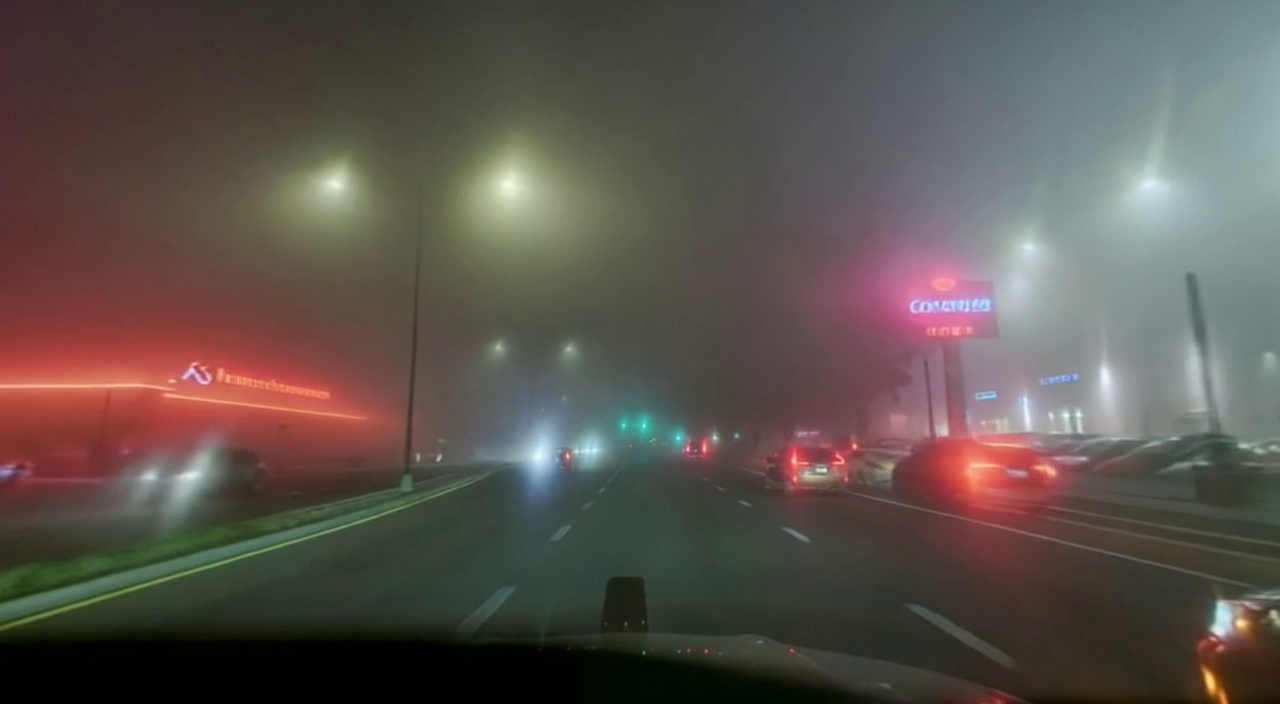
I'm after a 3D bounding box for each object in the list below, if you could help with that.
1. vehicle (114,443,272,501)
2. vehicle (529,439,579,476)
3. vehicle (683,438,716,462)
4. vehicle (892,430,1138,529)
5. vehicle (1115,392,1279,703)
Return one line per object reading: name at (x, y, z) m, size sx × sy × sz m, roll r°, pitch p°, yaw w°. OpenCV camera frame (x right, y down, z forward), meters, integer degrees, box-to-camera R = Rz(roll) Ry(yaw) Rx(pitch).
vehicle at (-14.558, 3.872, 20.918) m, size 1.905 × 1.687 × 4.436 m, roll 0°, pitch -8°, yaw 1°
vehicle at (-3.813, 4.706, 28.488) m, size 1.917 × 1.511 × 4.436 m, roll 0°, pitch -8°, yaw -4°
vehicle at (4.495, 7.479, 48.146) m, size 2.007 × 1.683 × 4.171 m, roll 0°, pitch -8°, yaw -1°
vehicle at (7.111, 2.431, 12.688) m, size 1.918 × 1.598 × 4.536 m, roll 0°, pitch -8°, yaw -4°
vehicle at (3.450, 0.688, 0.930) m, size 1.981 × 1.499 × 4.536 m, roll 0°, pitch -8°, yaw 1°
